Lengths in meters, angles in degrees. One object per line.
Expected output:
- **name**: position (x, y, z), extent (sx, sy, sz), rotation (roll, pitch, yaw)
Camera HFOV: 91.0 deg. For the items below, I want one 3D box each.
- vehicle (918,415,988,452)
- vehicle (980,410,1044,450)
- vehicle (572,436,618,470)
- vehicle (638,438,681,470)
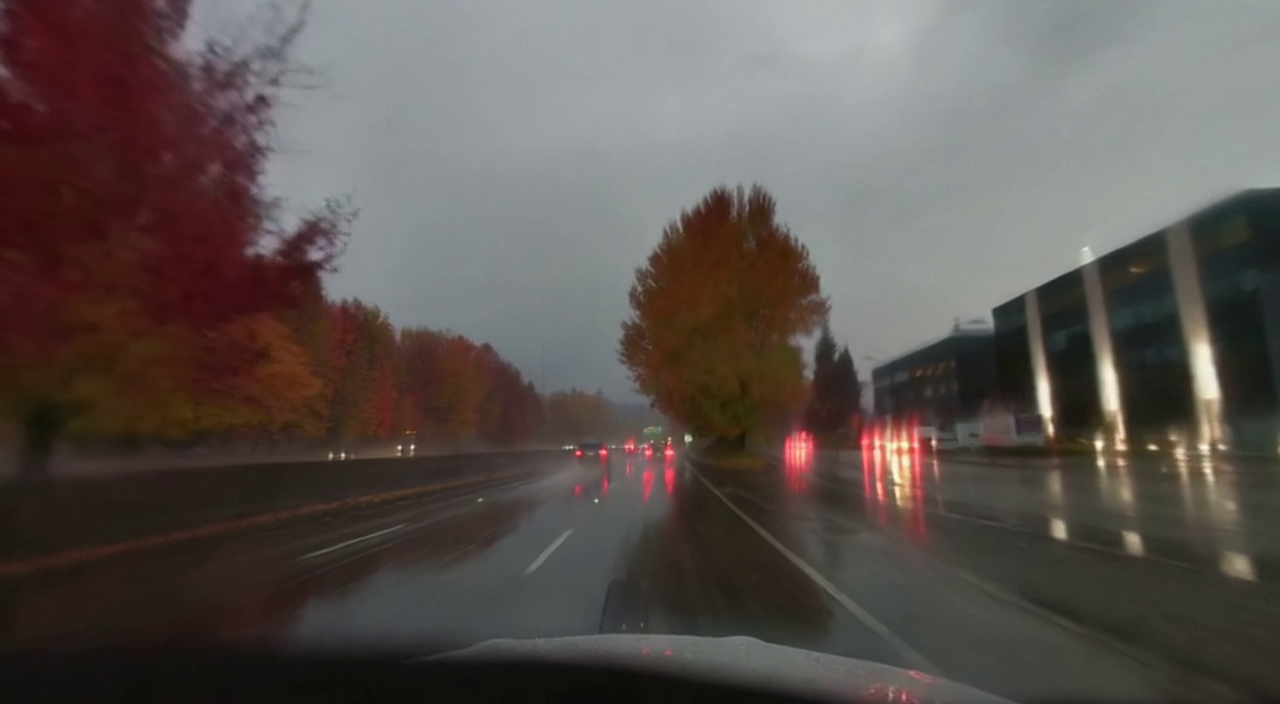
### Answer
- **vehicle**: position (23.569, 6.207, 47.577), extent (4.440, 2.545, 2.105), rotation (-6, -10, 24)
- **vehicle**: position (23.709, 4.986, 40.164), extent (2.673, 2.486, 2.062), rotation (0, -8, 0)
- **vehicle**: position (-2.405, 5.516, 34.591), extent (2.197, 1.709, 4.069), rotation (0, -8, 1)
- **vehicle**: position (0.945, 5.111, 31.726), extent (2.040, 1.493, 3.682), rotation (0, -8, 1)
